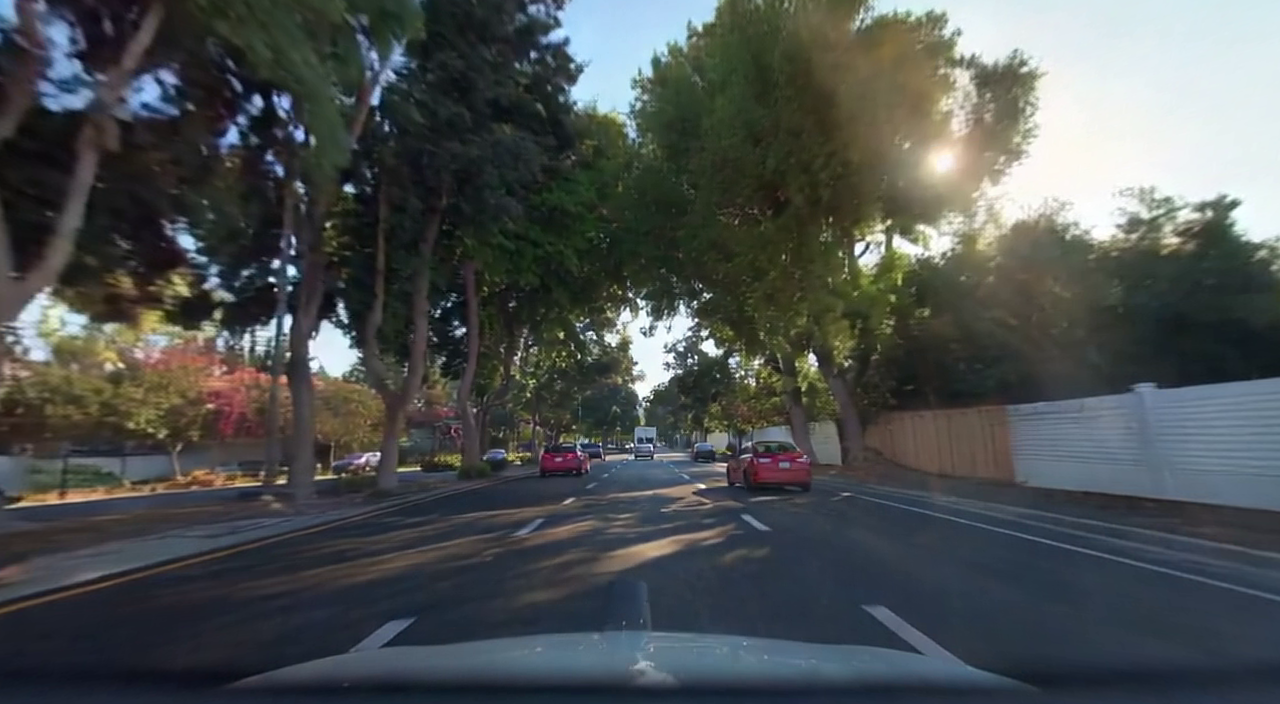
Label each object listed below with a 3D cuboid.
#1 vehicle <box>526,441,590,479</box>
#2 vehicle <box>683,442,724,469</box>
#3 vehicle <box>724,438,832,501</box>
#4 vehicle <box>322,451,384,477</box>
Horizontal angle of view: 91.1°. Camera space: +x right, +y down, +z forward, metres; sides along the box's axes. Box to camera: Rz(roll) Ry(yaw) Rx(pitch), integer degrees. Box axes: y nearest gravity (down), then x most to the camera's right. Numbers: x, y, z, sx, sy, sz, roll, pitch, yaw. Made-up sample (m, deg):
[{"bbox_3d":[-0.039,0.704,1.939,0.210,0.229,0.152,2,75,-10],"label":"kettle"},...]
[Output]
[{"bbox_3d":[-3.393,4.560,26.859,2.036,1.474,4.647,0,-8,1],"label":"vehicle"},{"bbox_3d":[3.749,6.199,37.749,1.905,1.520,4.340,0,-8,-1],"label":"vehicle"},{"bbox_3d":[3.551,3.103,17.051,1.945,1.469,4.258,0,-8,0],"label":"vehicle"},{"bbox_3d":[-18.070,7.058,39.768,1.815,1.459,4.547,0,-8,0],"label":"vehicle"}]
